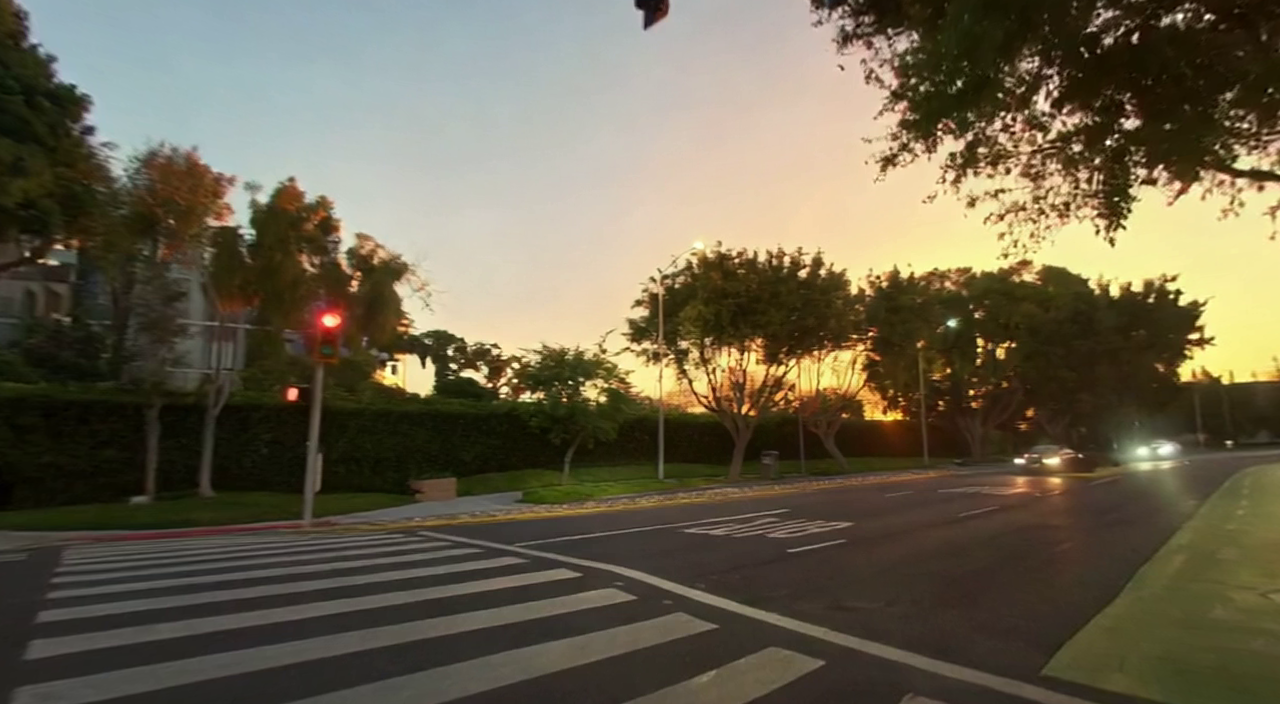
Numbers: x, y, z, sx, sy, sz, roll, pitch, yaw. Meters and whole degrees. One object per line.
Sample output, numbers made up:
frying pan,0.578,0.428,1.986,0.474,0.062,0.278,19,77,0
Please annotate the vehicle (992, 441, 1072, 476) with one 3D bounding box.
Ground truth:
vehicle,18.212,4.889,29.252,2.071,1.456,4.663,-8,-12,43
